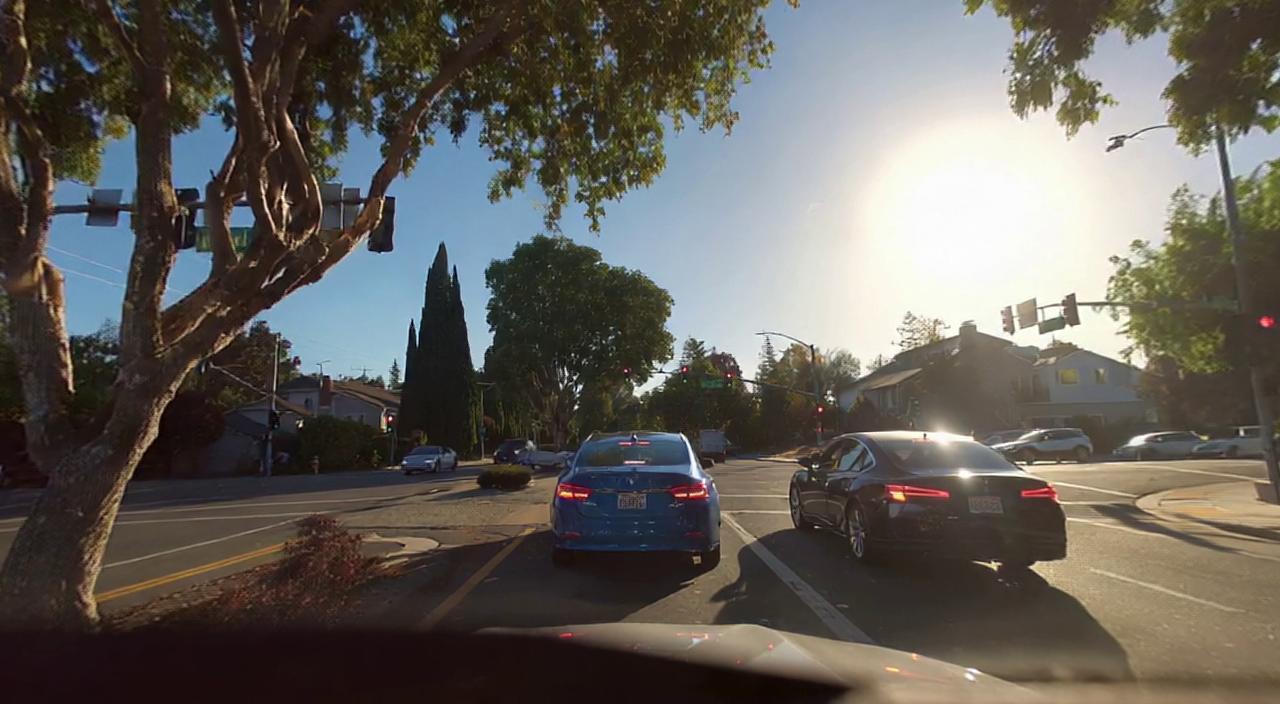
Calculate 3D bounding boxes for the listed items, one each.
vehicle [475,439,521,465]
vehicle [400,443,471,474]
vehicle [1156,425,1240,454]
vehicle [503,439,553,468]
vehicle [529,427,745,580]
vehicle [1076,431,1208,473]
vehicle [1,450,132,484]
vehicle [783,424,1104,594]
[{"bbox_3d":[-10.916,7.745,49.100,2.376,1.916,4.899,0,-8,1],"label":"vehicle"},{"bbox_3d":[-11.214,5.853,35.031,2.102,1.531,5.072,0,-8,1],"label":"vehicle"},{"bbox_3d":[41.733,6.583,47.343,4.388,2.079,1.960,0,-8,-2],"label":"vehicle"},{"bbox_3d":[-7.439,6.797,42.453,2.383,1.779,4.973,0,-8,1],"label":"vehicle"},{"bbox_3d":[-0.050,1.784,8.254,2.103,1.478,4.073,0,-8,-1],"label":"vehicle"},{"bbox_3d":[23.998,4.783,30.311,4.520,1.762,2.005,-2,-8,-1],"label":"vehicle"},{"bbox_3d":[-28.126,5.615,31.072,4.538,1.591,1.949,0,-8,1],"label":"vehicle"},{"bbox_3d":[3.189,1.714,7.772,1.913,1.505,4.097,0,-8,0],"label":"vehicle"}]
